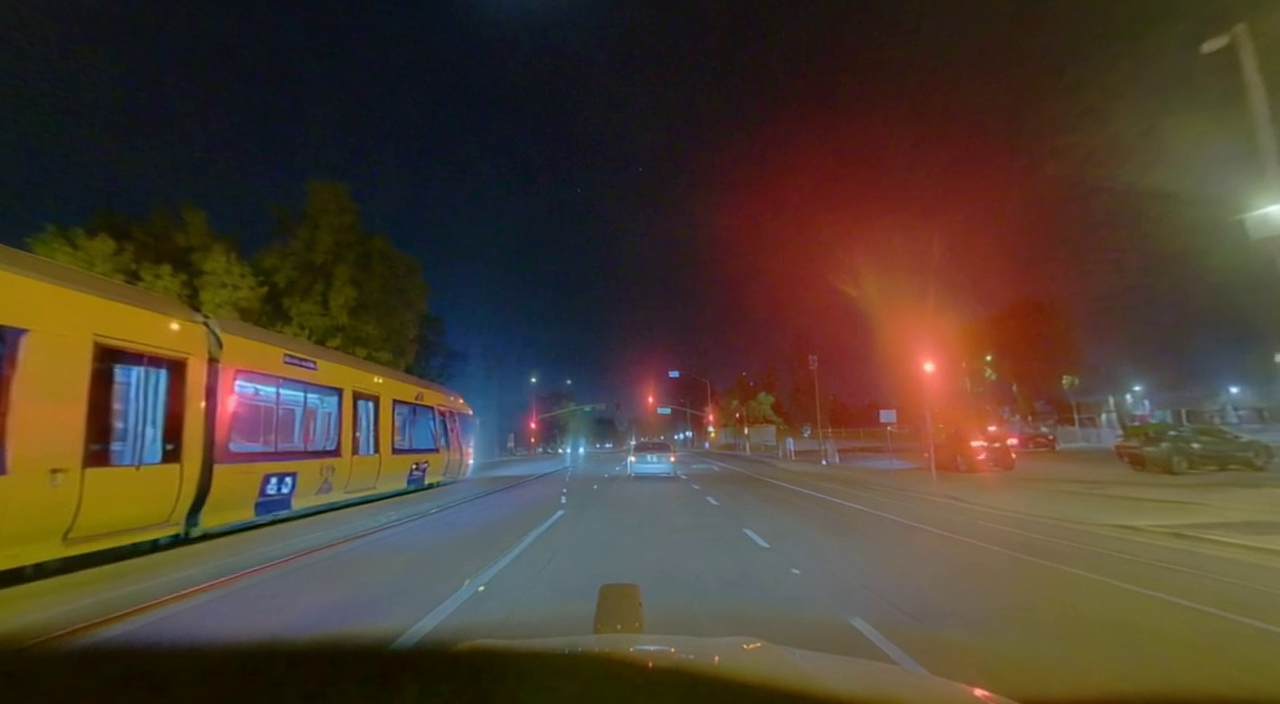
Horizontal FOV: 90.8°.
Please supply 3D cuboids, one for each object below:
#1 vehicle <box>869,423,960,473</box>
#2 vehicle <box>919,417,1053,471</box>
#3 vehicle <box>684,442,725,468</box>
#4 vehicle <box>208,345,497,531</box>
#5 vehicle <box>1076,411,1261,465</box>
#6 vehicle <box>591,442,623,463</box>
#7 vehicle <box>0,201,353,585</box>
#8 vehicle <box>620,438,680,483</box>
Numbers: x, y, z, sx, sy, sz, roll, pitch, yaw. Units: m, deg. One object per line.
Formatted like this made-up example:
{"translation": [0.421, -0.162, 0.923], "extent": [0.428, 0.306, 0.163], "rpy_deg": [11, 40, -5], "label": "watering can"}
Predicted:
{"translation": [13.603, 4.711, 31.791], "extent": [2.221, 2.116, 5.535], "rpy_deg": [2, -5, 1], "label": "vehicle"}
{"translation": [13.448, 3.661, 25.099], "extent": [2.145, 1.911, 5.581], "rpy_deg": [0, -8, 0], "label": "vehicle"}
{"translation": [3.770, 6.095, 37.667], "extent": [1.944, 1.447, 4.392], "rpy_deg": [0, -8, 0], "label": "vehicle"}
{"translation": [-7.510, 2.726, 19.860], "extent": [2.891, 3.904, 13.008], "rpy_deg": [0, -8, 0], "label": "vehicle"}
{"translation": [19.690, 3.302, 24.031], "extent": [2.159, 1.817, 5.675], "rpy_deg": [0, -8, 1], "label": "vehicle"}
{"translation": [-2.363, 7.327, 46.150], "extent": [2.118, 1.478, 4.076], "rpy_deg": [0, -8, 0], "label": "vehicle"}
{"translation": [-7.657, 0.461, 6.663], "extent": [2.897, 3.700, 13.528], "rpy_deg": [0, -7, 0], "label": "vehicle"}
{"translation": [0.342, 3.954, 23.351], "extent": [2.002, 1.471, 4.337], "rpy_deg": [0, -8, 0], "label": "vehicle"}
